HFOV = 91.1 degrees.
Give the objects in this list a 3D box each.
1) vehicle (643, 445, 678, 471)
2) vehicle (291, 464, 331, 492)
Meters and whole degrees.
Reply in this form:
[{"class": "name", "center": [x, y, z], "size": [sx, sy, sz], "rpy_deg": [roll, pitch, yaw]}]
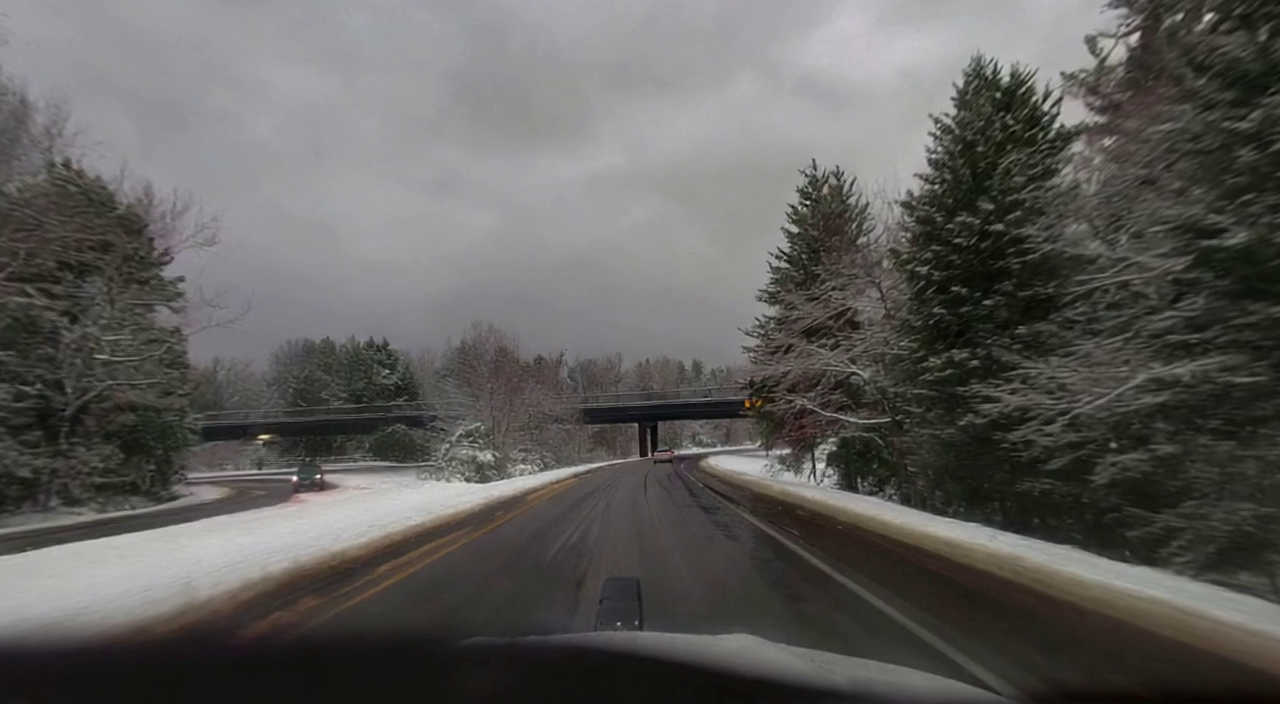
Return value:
[{"class": "vehicle", "center": [1.223, 6.368, 37.950], "size": [1.980, 1.449, 3.650], "rpy_deg": [-1, -9, 2]}, {"class": "vehicle", "center": [-21.683, 8.264, 41.350], "size": [1.877, 1.603, 4.215], "rpy_deg": [5, -10, -33]}]
